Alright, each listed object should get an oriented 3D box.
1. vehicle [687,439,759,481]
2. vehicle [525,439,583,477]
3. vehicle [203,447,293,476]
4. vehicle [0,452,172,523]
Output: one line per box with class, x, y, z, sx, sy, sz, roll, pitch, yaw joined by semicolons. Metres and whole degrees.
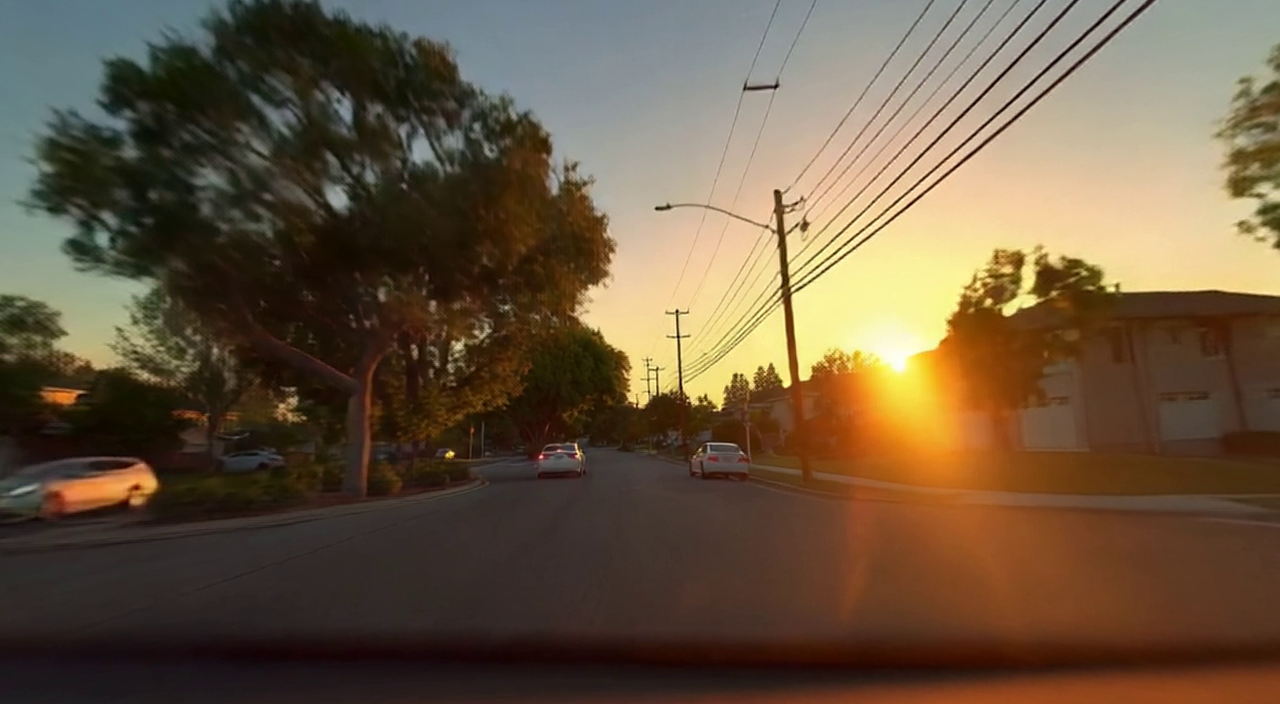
vehicle;3.103;4.134;24.637;2.074;1.450;4.621;0;-8;-1
vehicle;-3.545;4.452;26.870;2.041;1.471;4.602;0;-8;-3
vehicle;-26.390;7.362;42.702;4.661;1.800;2.045;2;-8;-13
vehicle;-14.986;3.442;16.622;2.143;1.524;4.408;0;-8;-3
